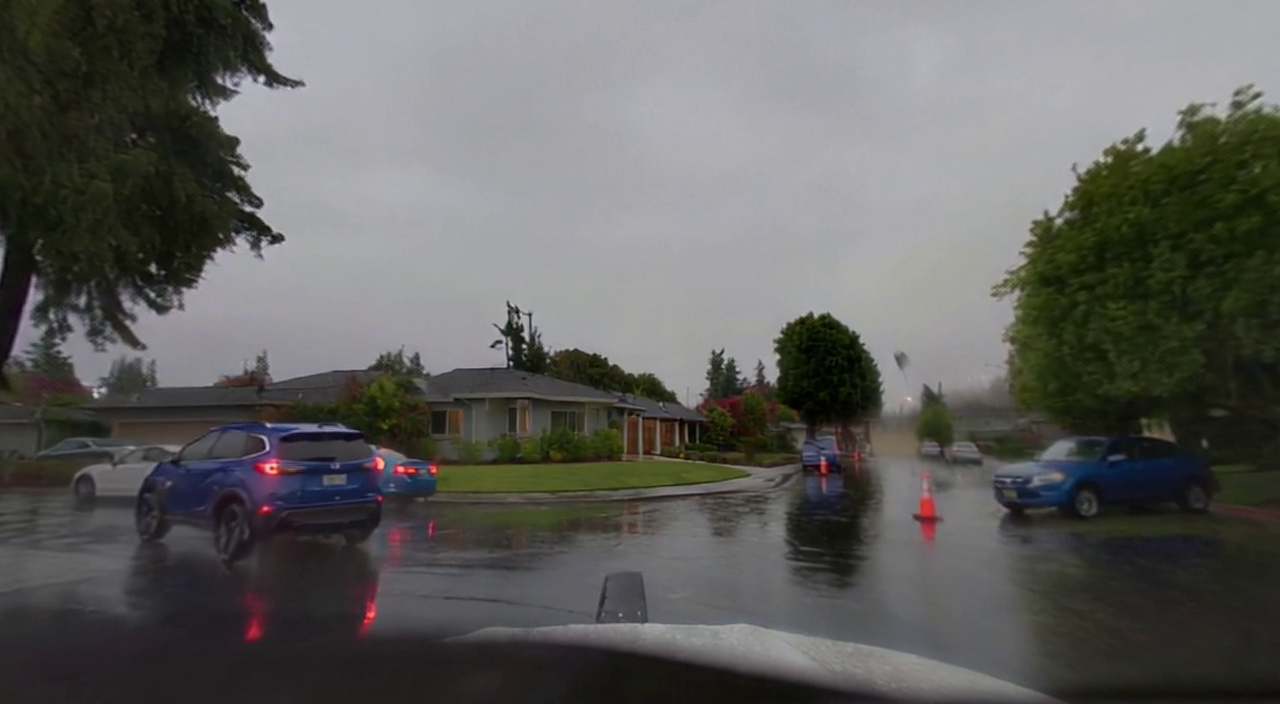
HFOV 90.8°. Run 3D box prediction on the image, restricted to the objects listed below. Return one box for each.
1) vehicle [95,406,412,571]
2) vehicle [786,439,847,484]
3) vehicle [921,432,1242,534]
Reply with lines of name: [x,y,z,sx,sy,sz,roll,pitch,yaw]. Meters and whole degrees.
vehicle: [-5.544,1.785,8.997,4.094,1.748,2.350,-6,-10,36]
vehicle: [7.686,4.656,27.207,2.014,1.742,4.297,-3,-9,22]
vehicle: [8.045,2.333,11.768,4.656,1.577,2.099,1,-8,-10]
